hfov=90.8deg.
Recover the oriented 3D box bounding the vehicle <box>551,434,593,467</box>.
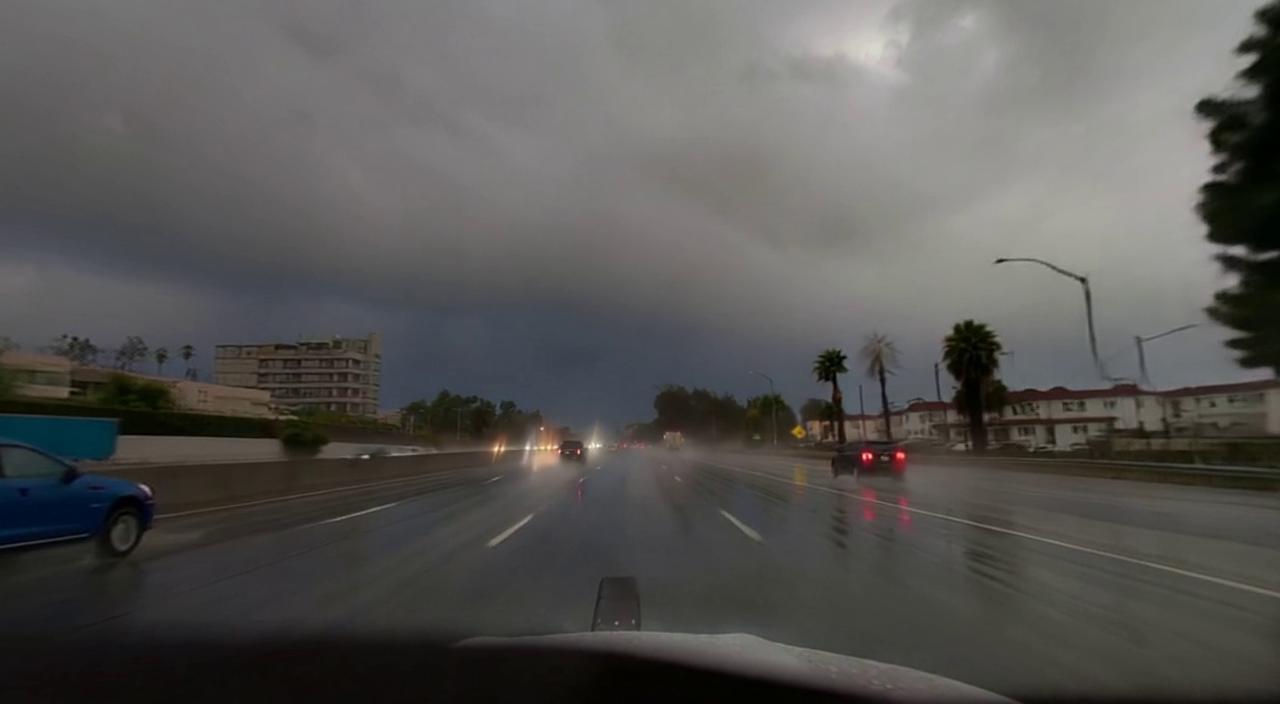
[{"bbox_3d":[-4.341,6.408,41.042,2.225,1.967,4.673,0,-9,0],"label":"vehicle"}]

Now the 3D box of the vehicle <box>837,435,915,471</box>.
[{"bbox_3d":[12.412,5.363,33.638,2.168,1.792,4.457,0,-9,-4],"label":"vehicle"}]

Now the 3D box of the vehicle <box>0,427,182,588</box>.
[{"bbox_3d":[-6.950,1.404,5.606,2.018,1.480,4.999,0,-9,0],"label":"vehicle"}]
